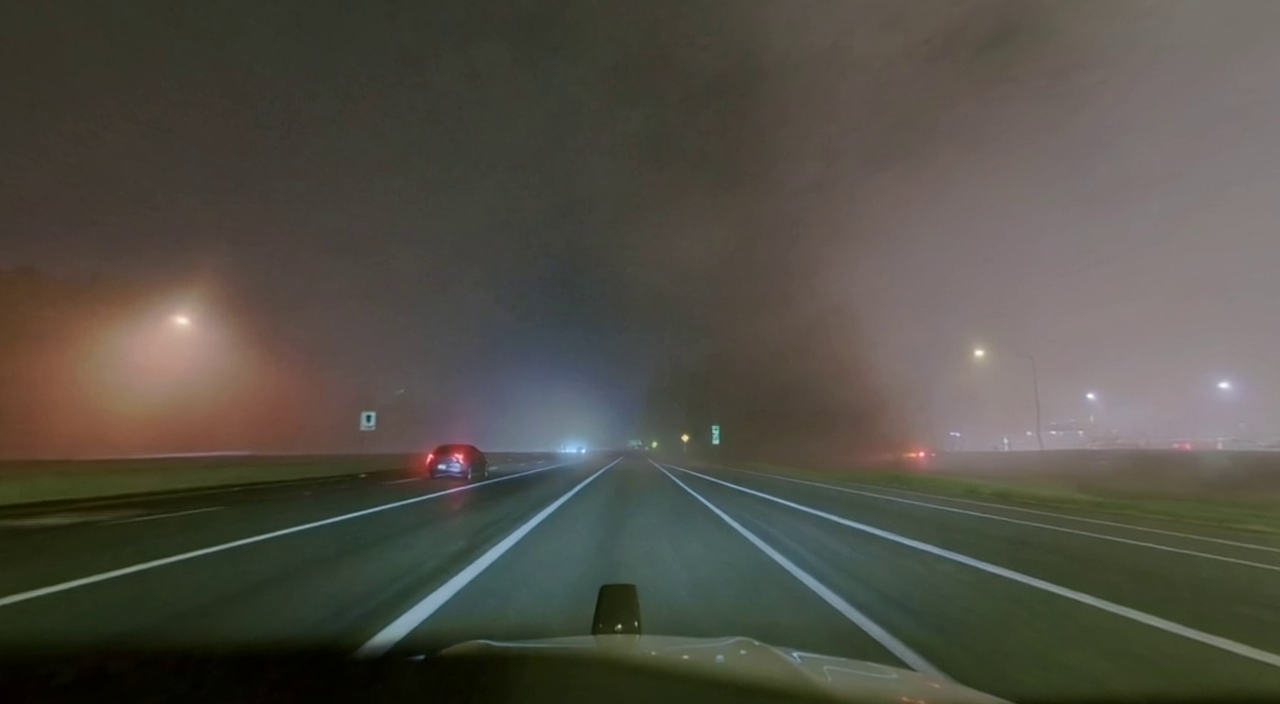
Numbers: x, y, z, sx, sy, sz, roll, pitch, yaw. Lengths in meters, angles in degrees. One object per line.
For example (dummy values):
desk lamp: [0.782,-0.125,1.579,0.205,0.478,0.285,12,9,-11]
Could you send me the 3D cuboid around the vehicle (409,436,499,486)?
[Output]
vehicle: [-7.416,4.402,25.818,2.231,1.807,4.758,0,-9,0]
